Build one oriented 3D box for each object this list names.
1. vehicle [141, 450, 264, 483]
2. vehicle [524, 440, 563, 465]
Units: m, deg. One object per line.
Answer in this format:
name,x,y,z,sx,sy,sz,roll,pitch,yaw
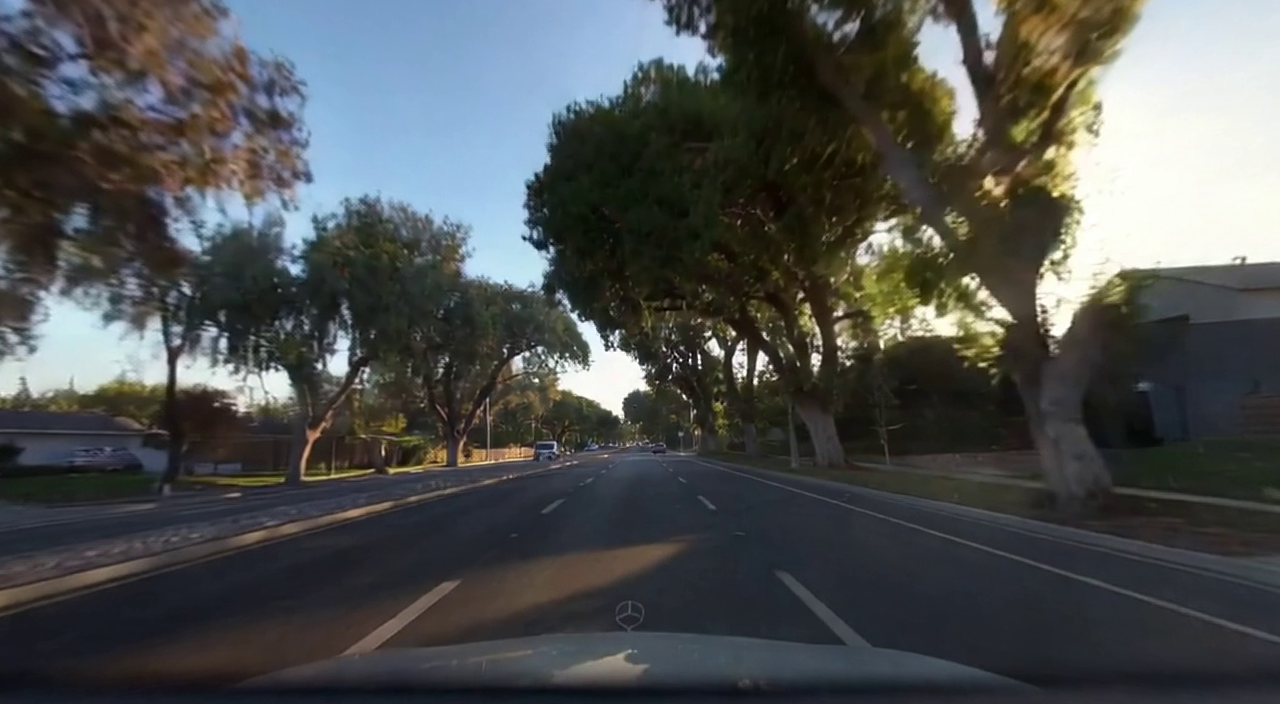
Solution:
vehicle,-21.427,5.608,31.050,4.503,1.529,1.860,1,-8,-7
vehicle,-7.190,7.590,47.599,2.146,1.749,4.534,0,-8,1
